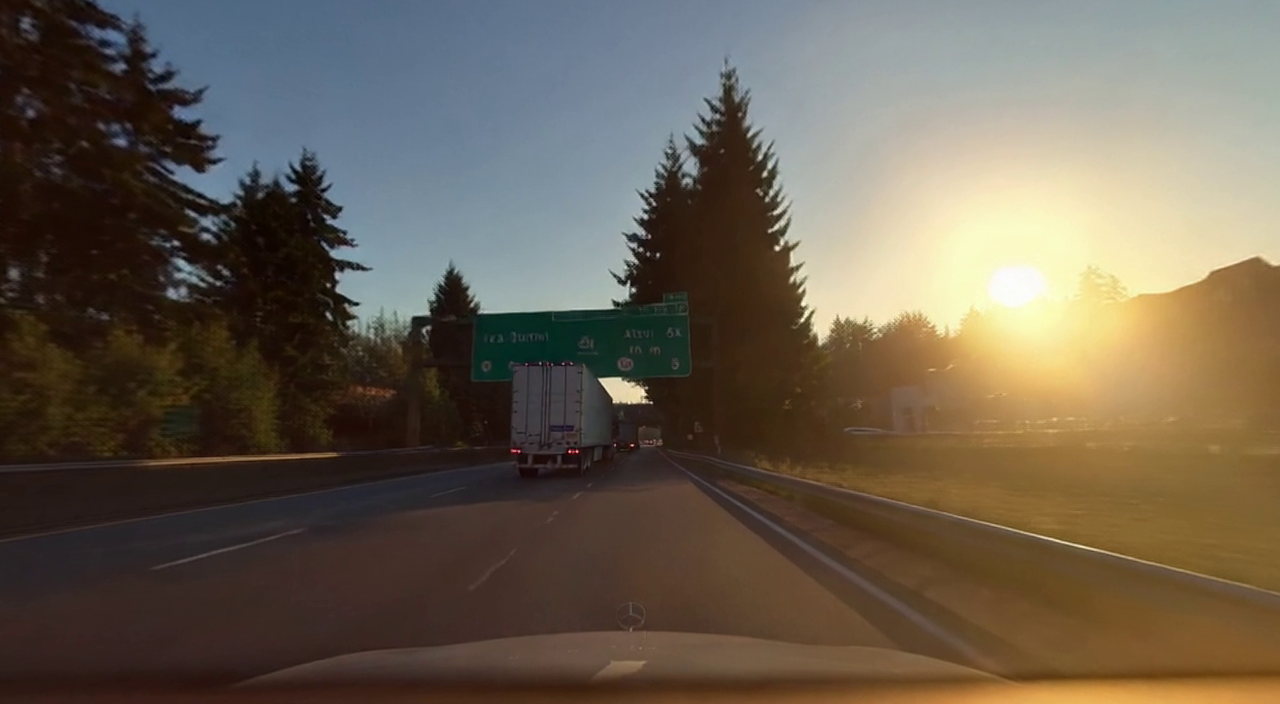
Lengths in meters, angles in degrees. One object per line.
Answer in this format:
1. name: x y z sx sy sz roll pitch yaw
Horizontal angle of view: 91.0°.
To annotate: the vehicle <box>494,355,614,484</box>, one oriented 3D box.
1. vehicle: -3.006 3.135 26.982 2.947 4.051 14.256 0 -8 1
